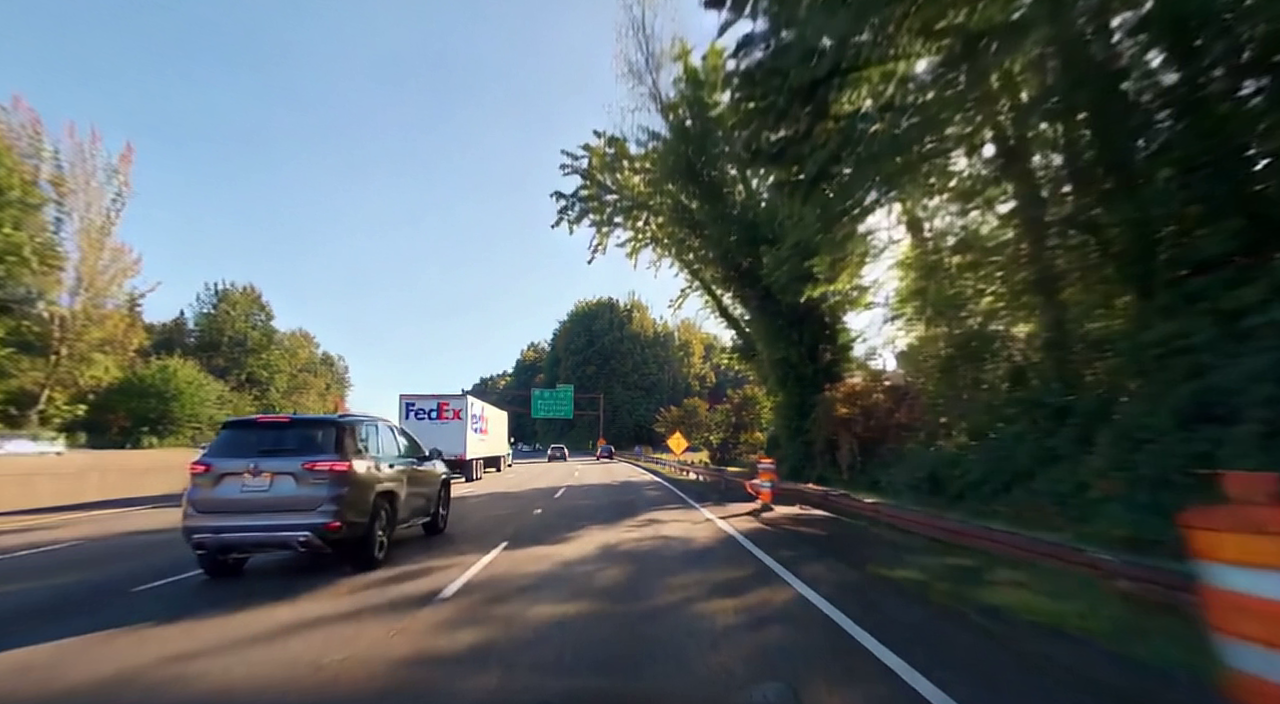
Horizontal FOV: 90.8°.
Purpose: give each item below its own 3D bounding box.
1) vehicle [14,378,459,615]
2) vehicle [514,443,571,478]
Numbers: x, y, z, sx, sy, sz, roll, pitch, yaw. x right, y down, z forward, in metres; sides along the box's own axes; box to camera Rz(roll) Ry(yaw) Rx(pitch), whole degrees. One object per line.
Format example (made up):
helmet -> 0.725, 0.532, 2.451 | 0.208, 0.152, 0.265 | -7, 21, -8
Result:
vehicle -> -3.897, 1.490, 7.442 | 2.170, 1.886, 4.628 | 0, -9, -1
vehicle -> -4.461, 5.036, 29.588 | 2.192, 1.478, 4.591 | 0, -9, -3
